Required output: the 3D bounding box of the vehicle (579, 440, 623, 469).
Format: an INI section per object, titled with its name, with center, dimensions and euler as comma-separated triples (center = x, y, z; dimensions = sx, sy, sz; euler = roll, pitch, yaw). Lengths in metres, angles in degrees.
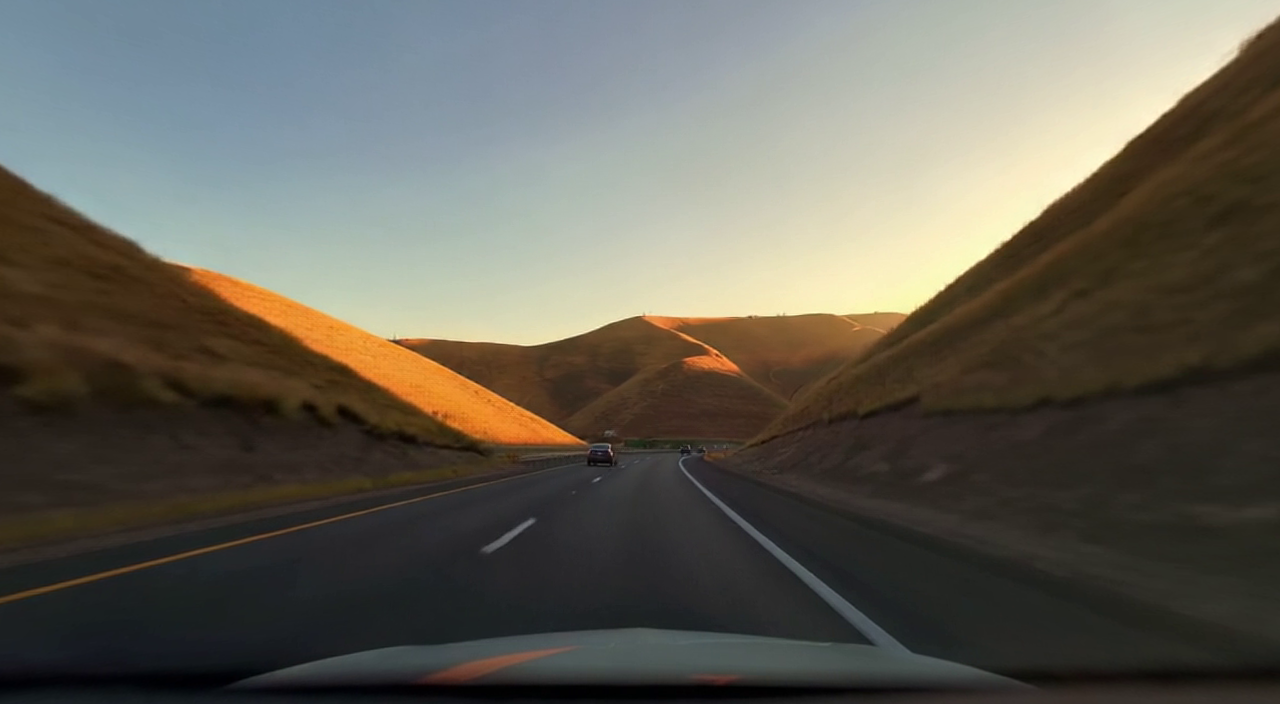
[vehicle]
center = -2.421, 6.536, 40.572
dimensions = 2.252, 1.743, 4.560
euler = -1, -9, 3
